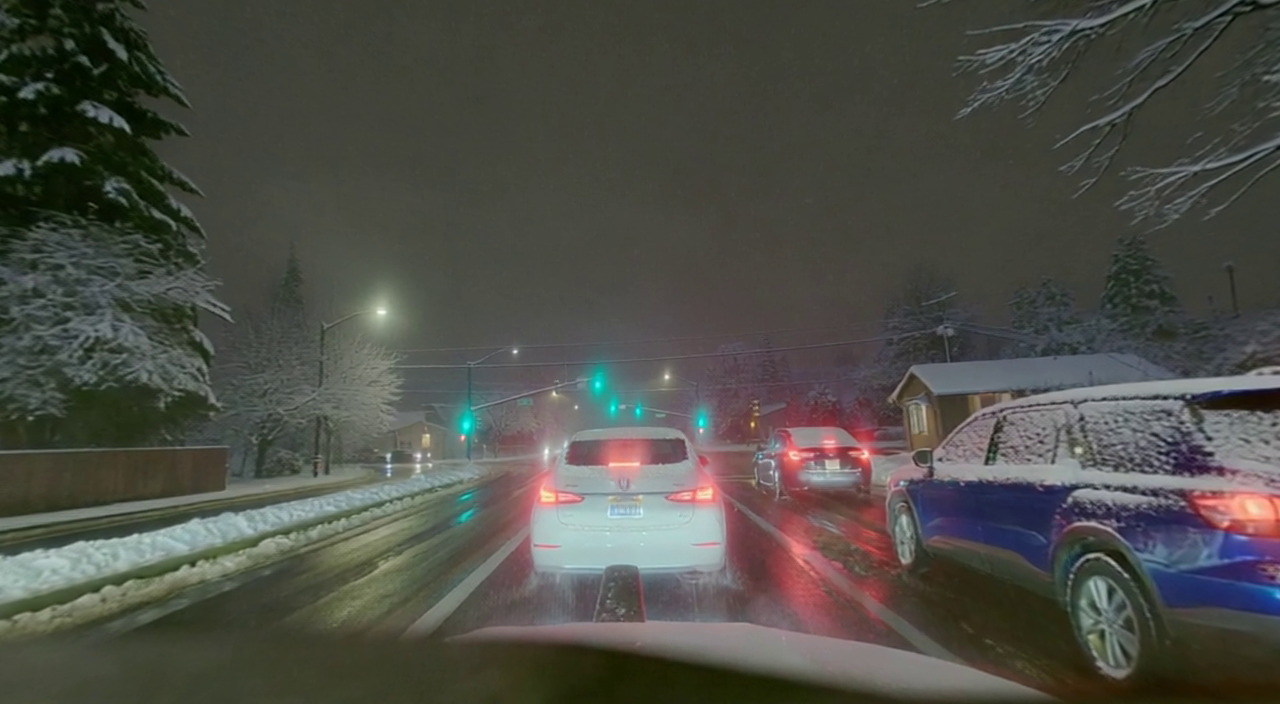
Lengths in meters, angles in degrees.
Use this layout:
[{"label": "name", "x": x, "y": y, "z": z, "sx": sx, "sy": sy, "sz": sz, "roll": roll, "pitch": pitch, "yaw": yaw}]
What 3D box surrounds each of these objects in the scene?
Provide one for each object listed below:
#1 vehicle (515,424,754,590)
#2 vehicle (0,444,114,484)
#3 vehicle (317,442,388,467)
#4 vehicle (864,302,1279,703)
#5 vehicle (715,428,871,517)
[{"label": "vehicle", "x": -0.101, "y": 1.727, "z": 7.933, "sx": 2.186, "sy": 1.500, "sz": 4.141, "roll": 0, "pitch": -8, "yaw": -1}, {"label": "vehicle", "x": -22.531, "y": 4.187, "z": 23.701, "sx": 4.092, "sy": 1.438, "sz": 1.639, "roll": 0, "pitch": -8, "yaw": 1}, {"label": "vehicle", "x": -19.905, "y": 7.103, "z": 43.790, "sx": 3.957, "sy": 1.630, "sz": 1.881, "roll": 0, "pitch": -8, "yaw": 0}, {"label": "vehicle", "x": 3.359, "y": 0.995, "z": 4.326, "sx": 2.006, "sy": 1.766, "sz": 4.345, "roll": 0, "pitch": -8, "yaw": -1}, {"label": "vehicle", "x": 2.953, "y": 2.439, "z": 13.342, "sx": 1.971, "sy": 1.517, "sz": 4.521, "roll": 0, "pitch": -8, "yaw": -2}]
